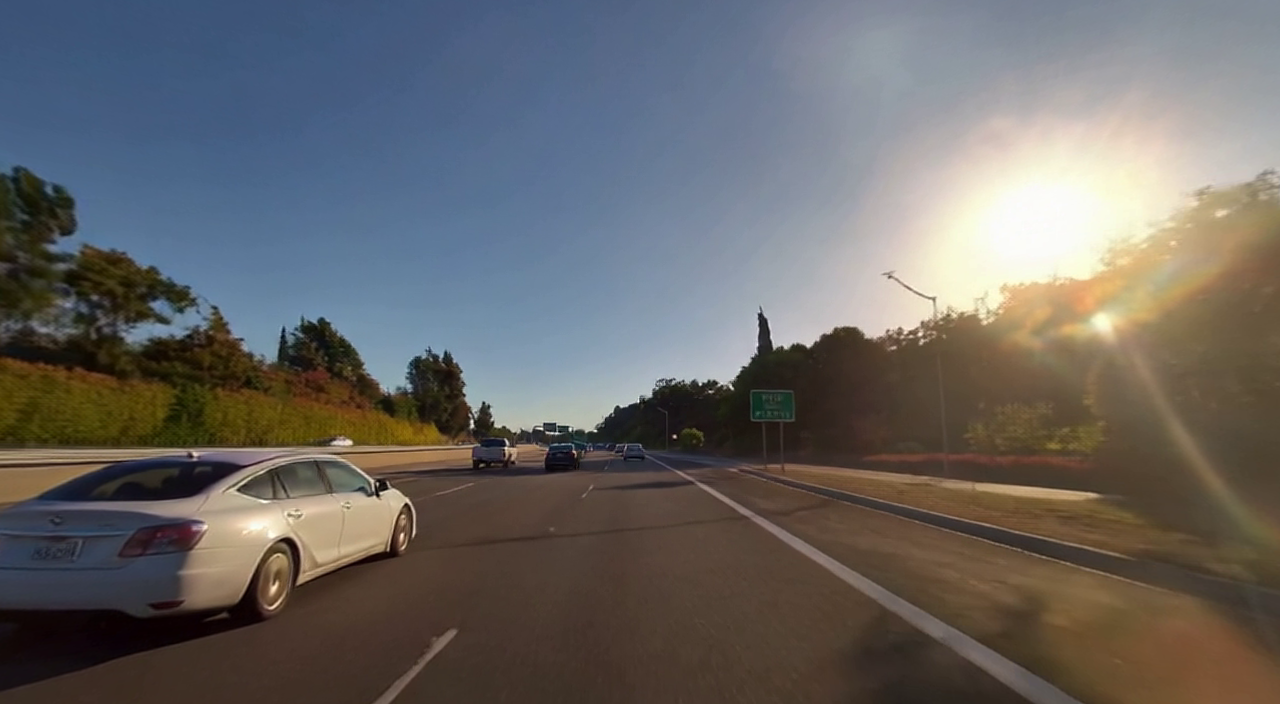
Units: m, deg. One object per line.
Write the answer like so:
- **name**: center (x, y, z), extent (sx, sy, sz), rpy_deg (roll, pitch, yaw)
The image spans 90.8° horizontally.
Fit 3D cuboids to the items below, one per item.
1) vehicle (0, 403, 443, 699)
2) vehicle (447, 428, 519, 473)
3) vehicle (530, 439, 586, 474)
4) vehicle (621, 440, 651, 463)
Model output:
- **vehicle**: center (-3.437, 1.342, 5.511), extent (2.025, 1.506, 4.429), rpy_deg (0, -8, 0)
- **vehicle**: center (-7.450, 4.744, 30.571), extent (2.171, 1.982, 5.246), rpy_deg (0, -8, -1)
- **vehicle**: center (-3.685, 4.787, 29.226), extent (2.068, 1.501, 4.395), rpy_deg (0, -8, -1)
- **vehicle**: center (-0.312, 7.039, 44.778), extent (2.018, 1.508, 4.087), rpy_deg (0, -8, -2)
